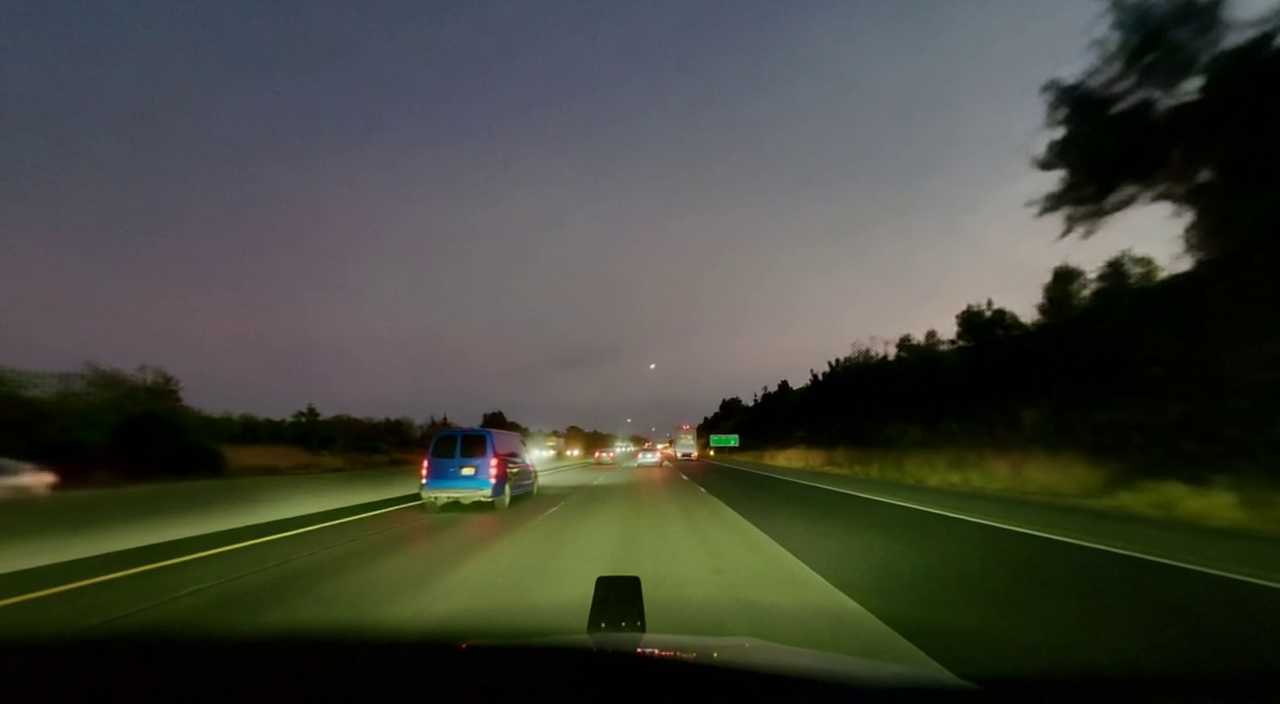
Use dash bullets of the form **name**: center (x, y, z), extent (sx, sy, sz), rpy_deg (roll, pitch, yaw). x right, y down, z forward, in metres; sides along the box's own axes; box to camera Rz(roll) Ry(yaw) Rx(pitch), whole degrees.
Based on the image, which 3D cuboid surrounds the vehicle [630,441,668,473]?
- **vehicle**: center (0.522, 6.469, 39.053), extent (2.209, 1.825, 4.036), rpy_deg (-1, -9, 1)

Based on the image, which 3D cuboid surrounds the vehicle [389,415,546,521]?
- **vehicle**: center (-3.687, 2.616, 14.682), extent (2.167, 1.991, 5.062), rpy_deg (-1, -9, 1)
